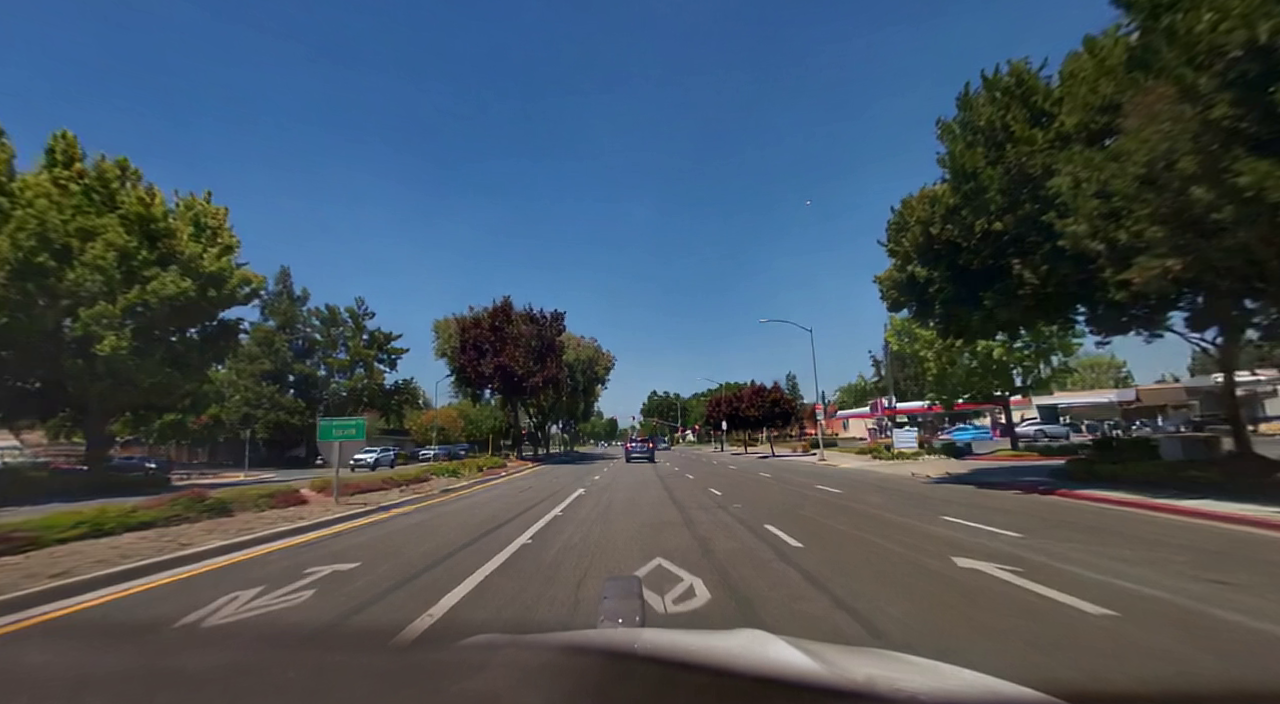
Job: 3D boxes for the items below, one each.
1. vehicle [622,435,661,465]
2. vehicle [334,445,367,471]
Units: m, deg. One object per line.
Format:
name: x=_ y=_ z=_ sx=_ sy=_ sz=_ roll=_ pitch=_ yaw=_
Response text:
vehicle: x=0.049 y=5.930 z=38.123 sx=2.213 sy=1.715 sz=4.242 roll=0 pitch=-8 yaw=-1
vehicle: x=-20.373 y=7.433 z=44.337 sx=1.909 sy=1.720 sz=4.390 roll=3 pitch=-9 yaw=-24
